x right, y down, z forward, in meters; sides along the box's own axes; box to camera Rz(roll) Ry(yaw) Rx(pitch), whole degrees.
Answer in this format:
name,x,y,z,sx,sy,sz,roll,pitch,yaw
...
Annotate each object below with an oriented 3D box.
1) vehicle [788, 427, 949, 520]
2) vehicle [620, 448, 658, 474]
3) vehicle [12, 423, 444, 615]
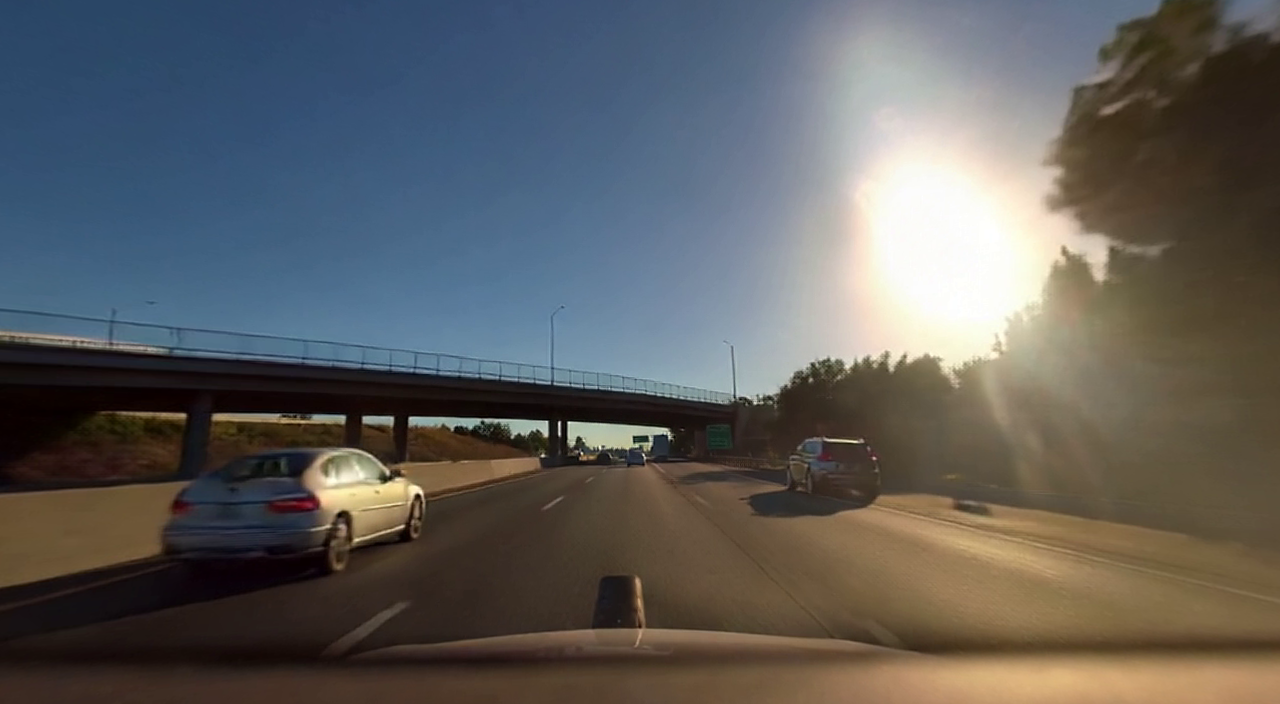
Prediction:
name,x,y,z,sx,sy,sz,roll,pitch,yaw
vehicle,4.704,2.575,13.695,2.143,1.667,4.221,-1,-9,4
vehicle,-0.029,6.903,39.882,1.969,1.595,3.964,-1,-9,6
vehicle,-4.198,1.754,7.503,2.084,1.594,4.219,-1,-9,4
